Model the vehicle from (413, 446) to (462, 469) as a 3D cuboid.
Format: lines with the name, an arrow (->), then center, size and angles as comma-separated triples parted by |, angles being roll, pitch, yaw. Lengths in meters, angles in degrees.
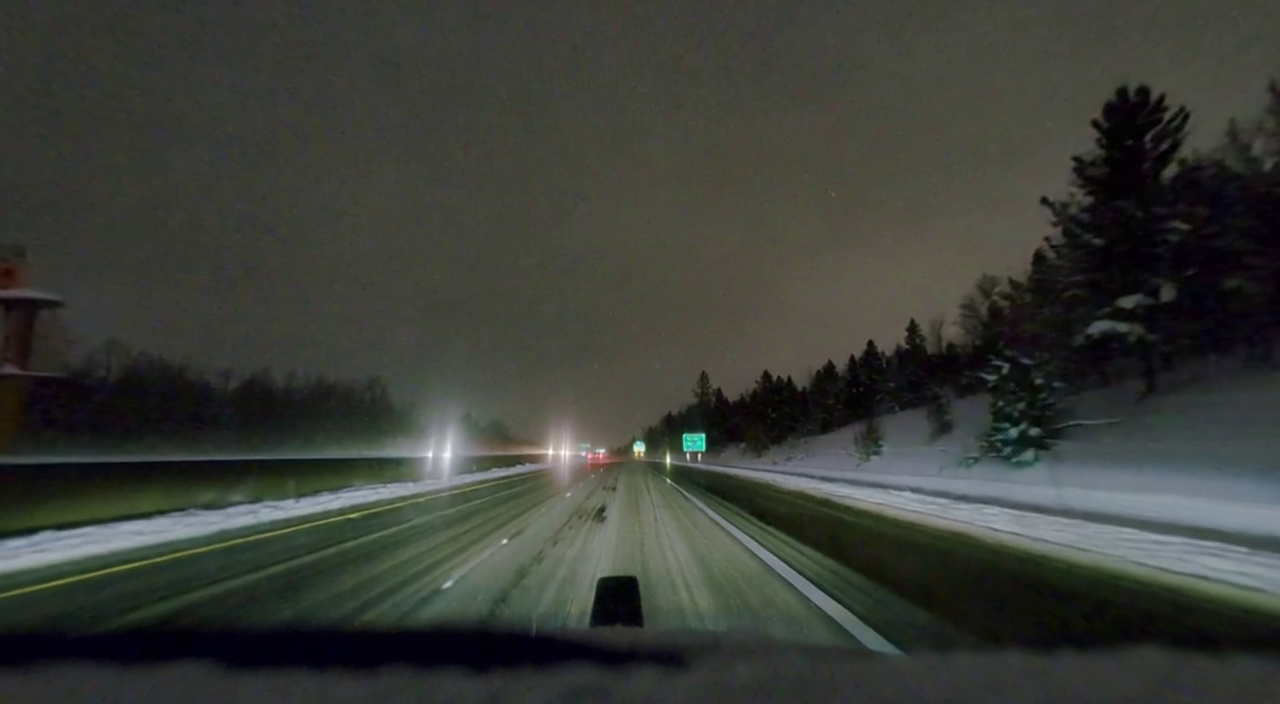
vehicle -> -14.515, 7.569, 45.322 | 1.944, 1.508, 4.797 | 0, -9, -1
